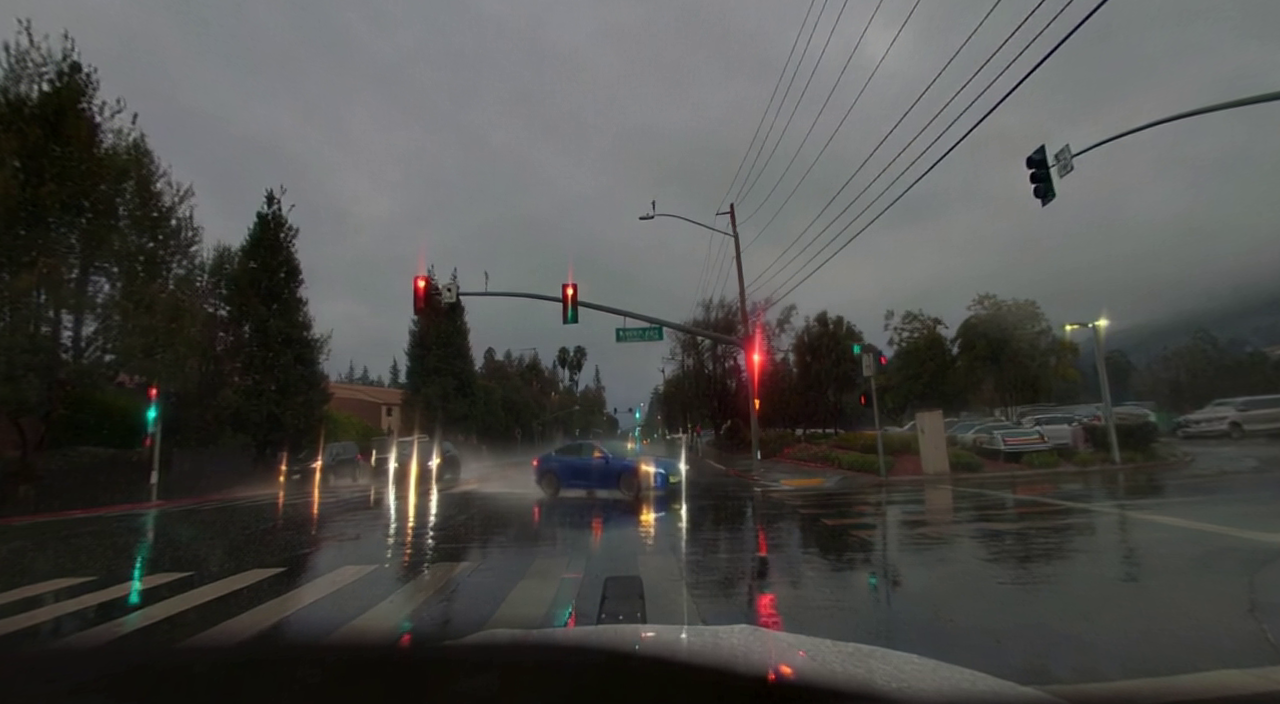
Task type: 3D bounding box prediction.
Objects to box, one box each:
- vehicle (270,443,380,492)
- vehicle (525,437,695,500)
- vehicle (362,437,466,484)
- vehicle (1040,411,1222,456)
[{"bbox_3d":[-13.764,5.063,28.060,2.306,1.957,4.968,0,-9,-1],"label":"vehicle"},{"bbox_3d":[-0.940,3.131,17.403,4.592,1.470,2.071,-9,-12,44],"label":"vehicle"},{"bbox_3d":[-10.142,4.917,28.983,2.664,1.940,5.702,0,-9,0],"label":"vehicle"},{"bbox_3d":[16.956,2.903,22.103,4.560,1.453,1.851,-3,-9,18],"label":"vehicle"}]
